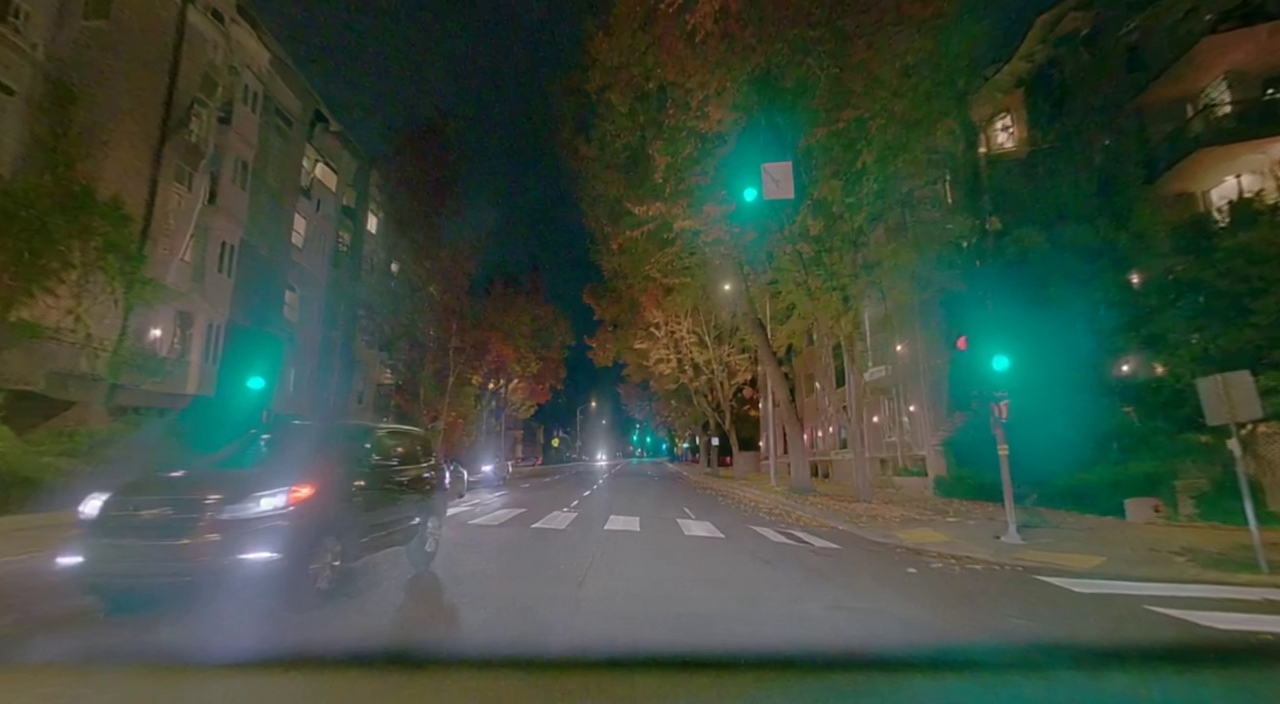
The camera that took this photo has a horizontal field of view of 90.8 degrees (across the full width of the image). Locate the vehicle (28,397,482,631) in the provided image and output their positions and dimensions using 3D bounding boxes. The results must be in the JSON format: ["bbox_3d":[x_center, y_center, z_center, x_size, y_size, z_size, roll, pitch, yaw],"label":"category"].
[{"bbox_3d":[-3.356,1.508,6.895,2.033,1.662,4.557,0,-9,0],"label":"vehicle"}]
